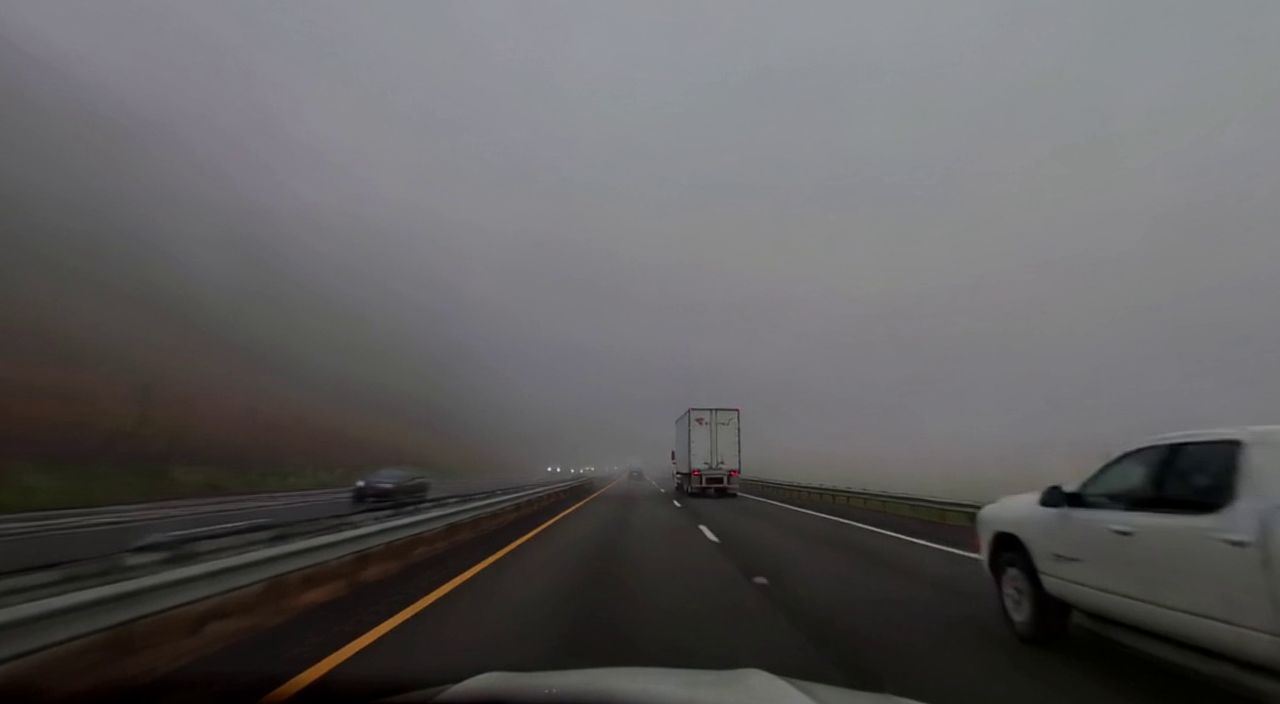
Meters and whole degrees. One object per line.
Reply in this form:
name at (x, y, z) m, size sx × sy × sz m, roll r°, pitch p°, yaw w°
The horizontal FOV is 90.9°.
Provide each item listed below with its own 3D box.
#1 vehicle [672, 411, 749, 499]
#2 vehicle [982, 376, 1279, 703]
vehicle at (3.687, 6.121, 36.773) m, size 2.863 × 4.088 × 14.040 m, roll 1°, pitch -10°, yaw 0°
vehicle at (3.447, 0.873, 1.959) m, size 2.124 × 1.662 × 4.641 m, roll 1°, pitch -10°, yaw 0°
